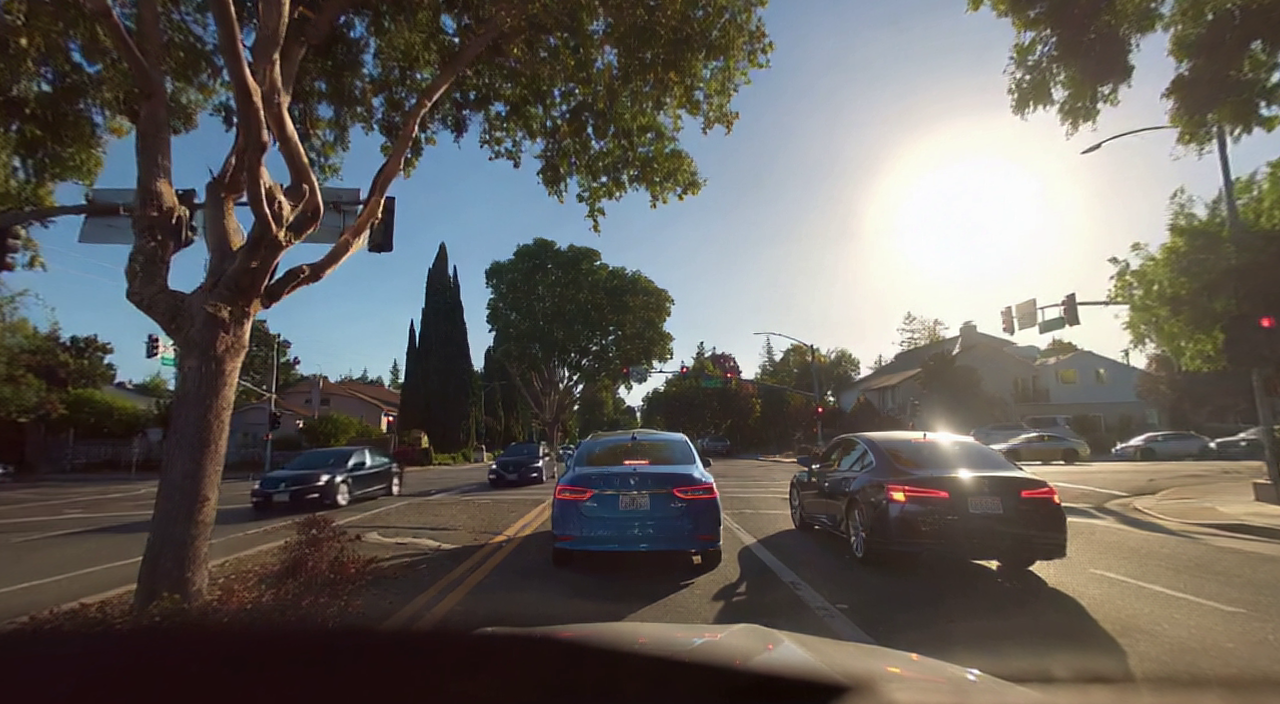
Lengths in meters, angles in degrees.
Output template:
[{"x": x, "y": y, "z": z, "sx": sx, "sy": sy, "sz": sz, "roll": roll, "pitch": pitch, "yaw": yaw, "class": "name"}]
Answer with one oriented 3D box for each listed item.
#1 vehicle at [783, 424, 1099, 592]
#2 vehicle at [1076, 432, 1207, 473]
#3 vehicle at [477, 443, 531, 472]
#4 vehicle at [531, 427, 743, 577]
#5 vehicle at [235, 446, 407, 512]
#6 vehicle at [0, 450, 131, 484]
[{"x": 3.196, "y": 1.724, "z": 7.831, "sx": 1.913, "sy": 1.505, "sz": 4.097, "roll": 0, "pitch": -8, "yaw": 0, "class": "vehicle"}, {"x": 23.989, "y": 4.792, "z": 30.330, "sx": 4.520, "sy": 1.762, "sz": 2.005, "roll": -2, "pitch": -8, "yaw": -1, "class": "vehicle"}, {"x": -7.552, "y": 5.896, "z": 35.572, "sx": 2.003, "sy": 1.480, "sz": 4.633, "roll": 0, "pitch": -8, "yaw": 0, "class": "vehicle"}, {"x": -0.056, "y": 1.798, "z": 8.390, "sx": 2.103, "sy": 1.478, "sz": 4.073, "roll": 0, "pitch": -8, "yaw": -1, "class": "vehicle"}, {"x": -7.585, "y": 3.025, "z": 15.580, "sx": 2.040, "sy": 1.374, "sz": 4.150, "roll": 0, "pitch": -8, "yaw": 0, "class": "vehicle"}, {"x": -28.139, "y": 5.608, "z": 31.050, "sx": 4.538, "sy": 1.591, "sz": 1.949, "roll": 0, "pitch": -8, "yaw": 1, "class": "vehicle"}]
